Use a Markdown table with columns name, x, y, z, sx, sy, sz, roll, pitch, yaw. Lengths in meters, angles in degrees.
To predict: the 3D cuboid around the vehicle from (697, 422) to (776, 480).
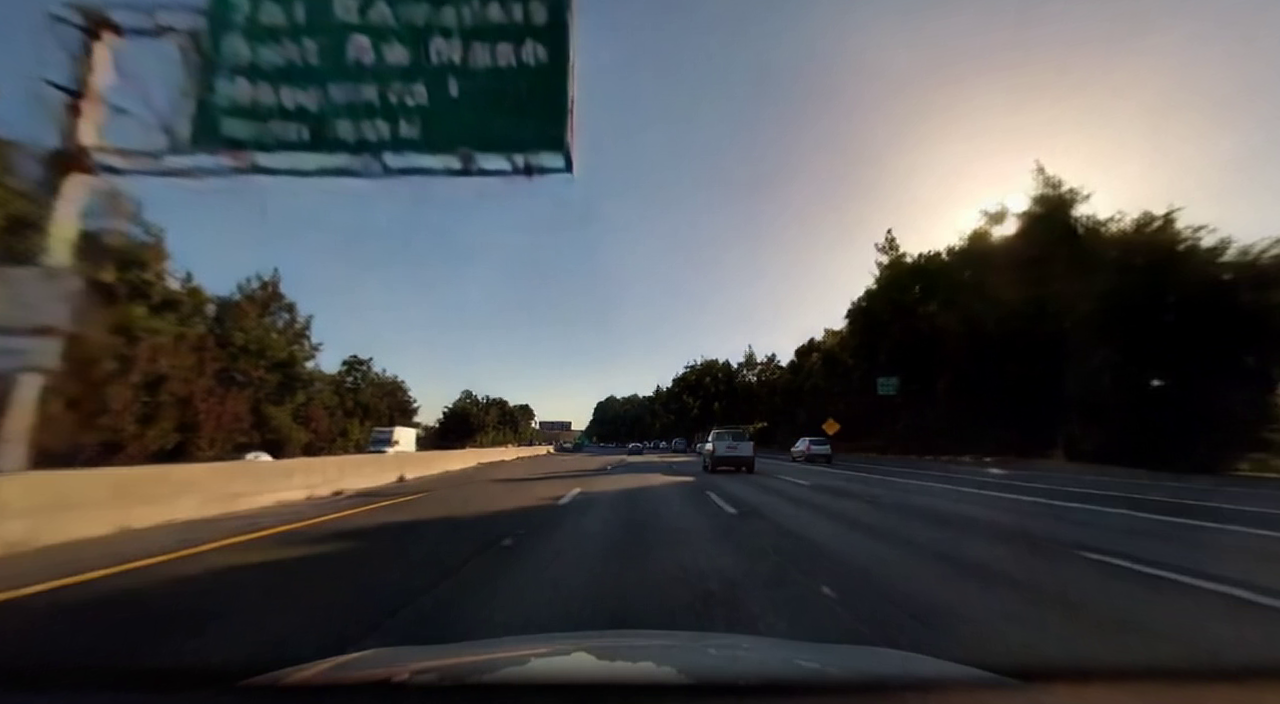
| name | x | y | z | sx | sy | sz | roll | pitch | yaw |
| --- | --- | --- | --- | --- | --- | --- | --- | --- | --- |
| vehicle | 3.606 | 3.853 | 24.751 | 2.218 | 1.964 | 5.662 | 0 | -8 | 0 |

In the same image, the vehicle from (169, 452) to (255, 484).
| name | x | y | z | sx | sy | sz | roll | pitch | yaw |
| --- | --- | --- | --- | --- | --- | --- | --- | --- | --- |
| vehicle | -21.300 | 5.764 | 31.578 | 1.697 | 1.415 | 3.642 | 0 | -8 | 0 |

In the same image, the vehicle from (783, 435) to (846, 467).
| name | x | y | z | sx | sy | sz | roll | pitch | yaw |
| --- | --- | --- | --- | --- | --- | --- | --- | --- | --- |
| vehicle | 9.603 | 5.493 | 35.180 | 2.045 | 1.658 | 4.598 | 0 | -8 | -2 |

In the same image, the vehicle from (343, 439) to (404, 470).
| name | x | y | z | sx | sy | sz | roll | pitch | yaw |
| --- | --- | --- | --- | --- | --- | --- | --- | --- | --- |
| vehicle | -17.481 | 6.732 | 41.664 | 2.055 | 1.898 | 4.547 | 0 | -8 | 0 |
